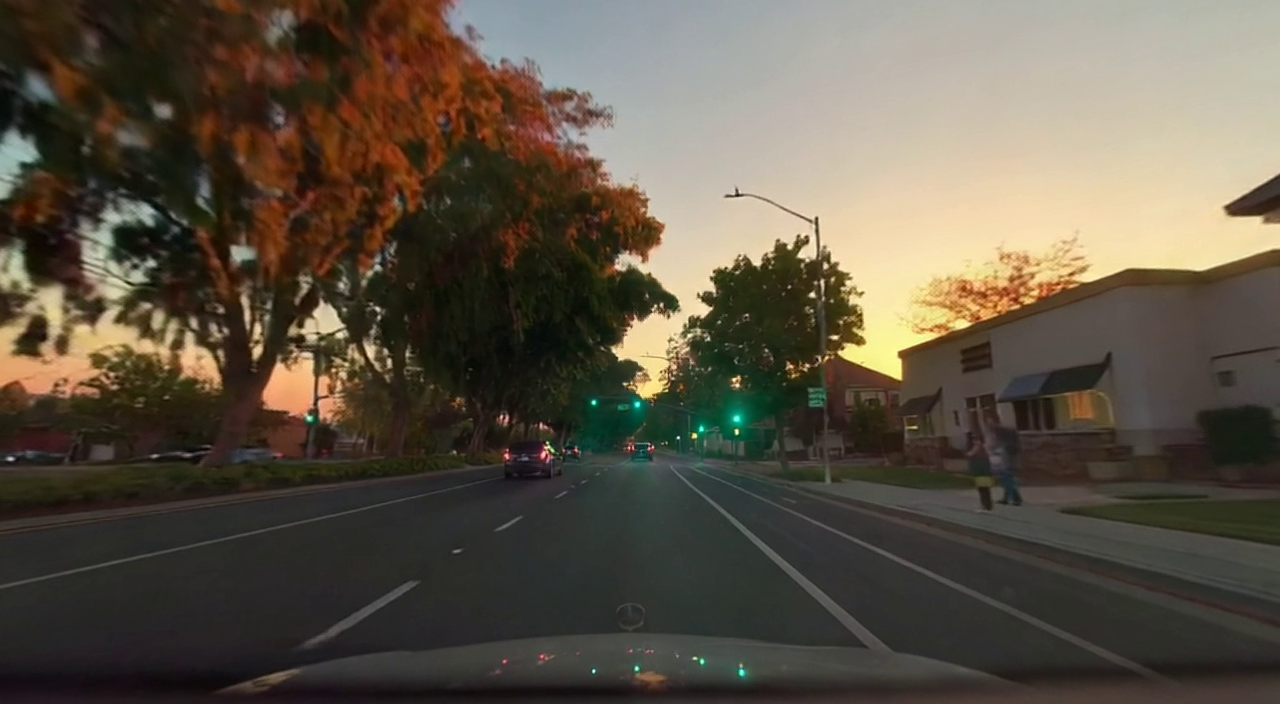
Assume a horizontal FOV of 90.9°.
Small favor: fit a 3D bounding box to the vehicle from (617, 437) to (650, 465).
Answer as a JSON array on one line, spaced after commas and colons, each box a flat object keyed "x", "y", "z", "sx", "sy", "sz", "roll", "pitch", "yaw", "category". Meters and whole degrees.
[{"x": -0.400, "y": 6.832, "z": 43.659, "sx": 2.153, "sy": 1.764, "sz": 4.047, "roll": 0, "pitch": -8, "yaw": 0, "category": "vehicle"}]

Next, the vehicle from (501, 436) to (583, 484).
[{"x": -3.277, "y": 3.703, "z": 21.954, "sx": 2.015, "sy": 1.470, "sz": 4.458, "roll": 0, "pitch": -8, "yaw": 1, "category": "vehicle"}]
